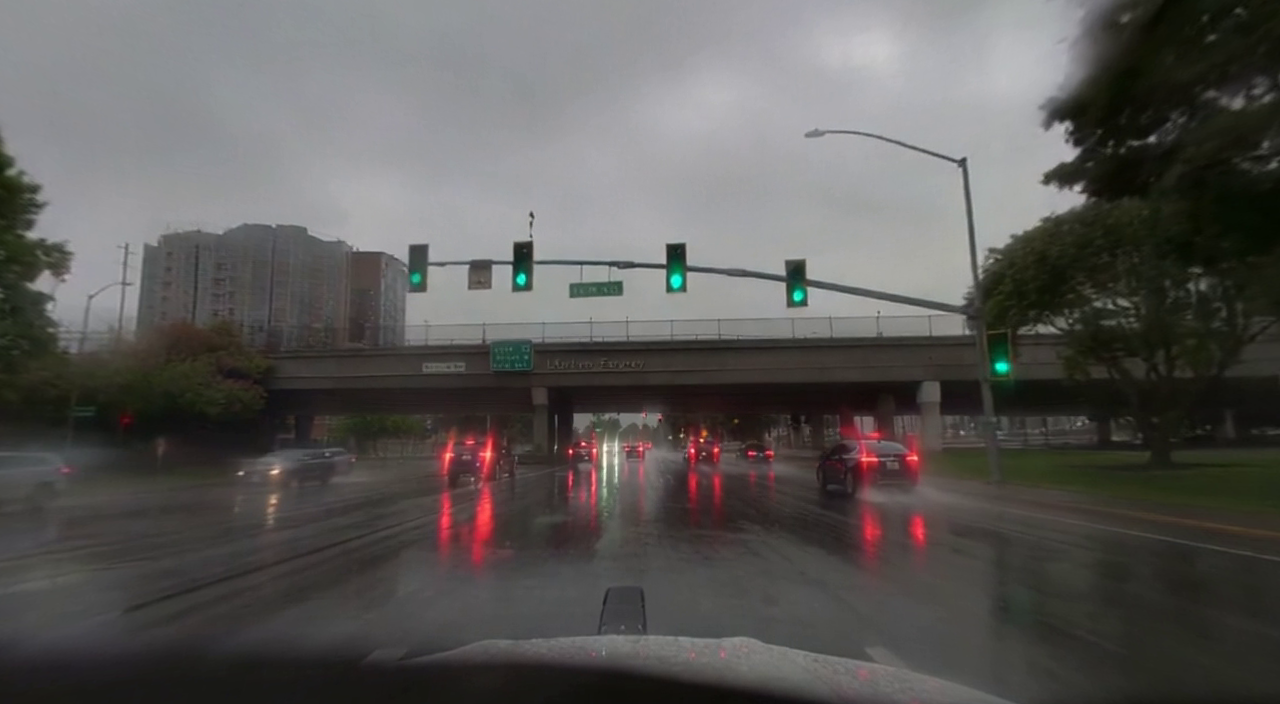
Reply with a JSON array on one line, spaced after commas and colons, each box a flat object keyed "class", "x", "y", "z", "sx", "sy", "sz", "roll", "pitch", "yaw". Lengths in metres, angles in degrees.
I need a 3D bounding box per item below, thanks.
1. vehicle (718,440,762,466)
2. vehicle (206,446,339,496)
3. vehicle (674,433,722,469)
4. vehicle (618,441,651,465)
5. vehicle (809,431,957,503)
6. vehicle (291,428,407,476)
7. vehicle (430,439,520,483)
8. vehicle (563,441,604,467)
[{"class": "vehicle", "x": 6.188, "y": 6.311, "z": 39.459, "sx": 1.924, "sy": 1.527, "sz": 4.268, "roll": 0, "pitch": -8, "yaw": -2}, {"class": "vehicle", "x": -12.245, "y": 3.945, "z": 21.303, "sx": 1.802, "sy": 1.478, "sz": 4.391, "roll": 0, "pitch": -8, "yaw": 1}, {"class": "vehicle", "x": 3.005, "y": 5.273, "z": 33.463, "sx": 2.034, "sy": 1.762, "sz": 4.420, "roll": 0, "pitch": -8, "yaw": -1}, {"class": "vehicle", "x": -0.372, "y": 6.562, "z": 40.789, "sx": 2.026, "sy": 1.453, "sz": 3.780, "roll": 0, "pitch": -8, "yaw": 0}, {"class": "vehicle", "x": 6.210, "y": 2.988, "z": 16.752, "sx": 2.056, "sy": 1.624, "sz": 4.498, "roll": 0, "pitch": -8, "yaw": -1}, {"class": "vehicle", "x": -19.199, "y": 6.725, "z": 42.437, "sx": 3.019, "sy": 2.822, "sz": 10.028, "roll": 0, "pitch": -8, "yaw": 0}, {"class": "vehicle", "x": -5.962, "y": 3.987, "z": 23.284, "sx": 2.070, "sy": 1.488, "sz": 4.376, "roll": 0, "pitch": -8, "yaw": 1}, {"class": "vehicle", "x": -3.334, "y": 6.152, "z": 37.903, "sx": 2.041, "sy": 1.466, "sz": 4.212, "roll": 0, "pitch": -8, "yaw": 0}]
